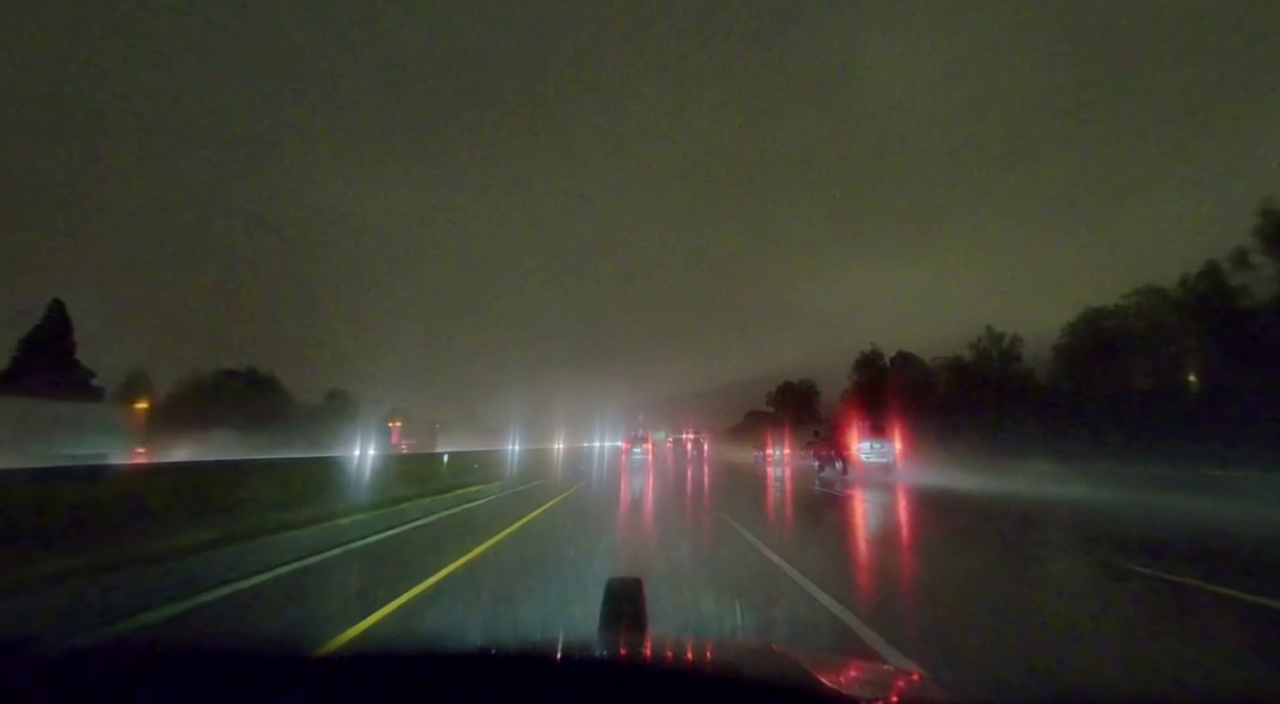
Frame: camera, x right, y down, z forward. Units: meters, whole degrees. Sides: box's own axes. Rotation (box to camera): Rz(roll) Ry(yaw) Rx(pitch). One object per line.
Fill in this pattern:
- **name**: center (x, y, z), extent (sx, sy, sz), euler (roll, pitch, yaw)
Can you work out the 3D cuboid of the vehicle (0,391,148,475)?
- **vehicle**: center (-33.494, 4.307, 33.167), extent (2.899, 4.181, 15.493), euler (0, -8, 0)
